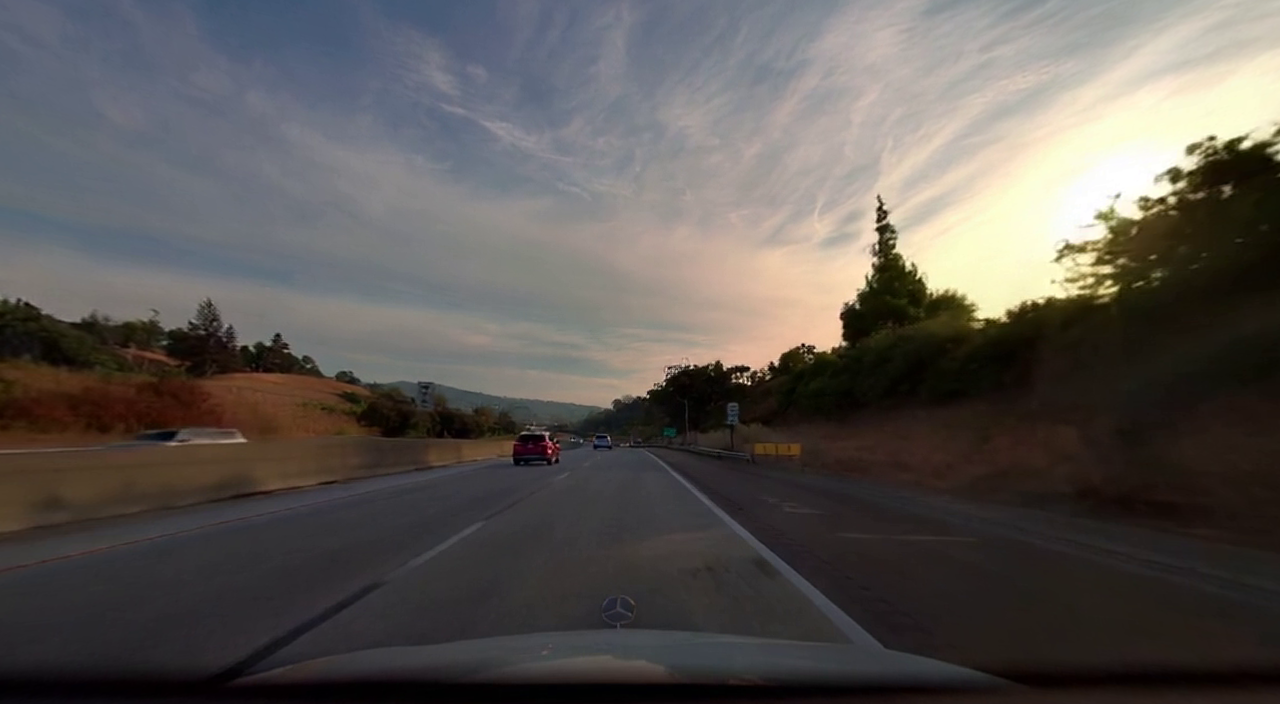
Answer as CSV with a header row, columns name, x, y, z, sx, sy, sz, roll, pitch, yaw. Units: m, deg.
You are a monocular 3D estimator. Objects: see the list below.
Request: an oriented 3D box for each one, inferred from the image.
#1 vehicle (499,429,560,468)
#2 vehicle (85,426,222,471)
name,x,y,z,sx,sy,sz,roll,pitch,yaw
vehicle,-4.980,4.434,29.083,2.070,1.647,4.577,0,-8,-1
vehicle,-17.267,3.427,22.582,1.840,1.483,3.848,0,-8,-1
